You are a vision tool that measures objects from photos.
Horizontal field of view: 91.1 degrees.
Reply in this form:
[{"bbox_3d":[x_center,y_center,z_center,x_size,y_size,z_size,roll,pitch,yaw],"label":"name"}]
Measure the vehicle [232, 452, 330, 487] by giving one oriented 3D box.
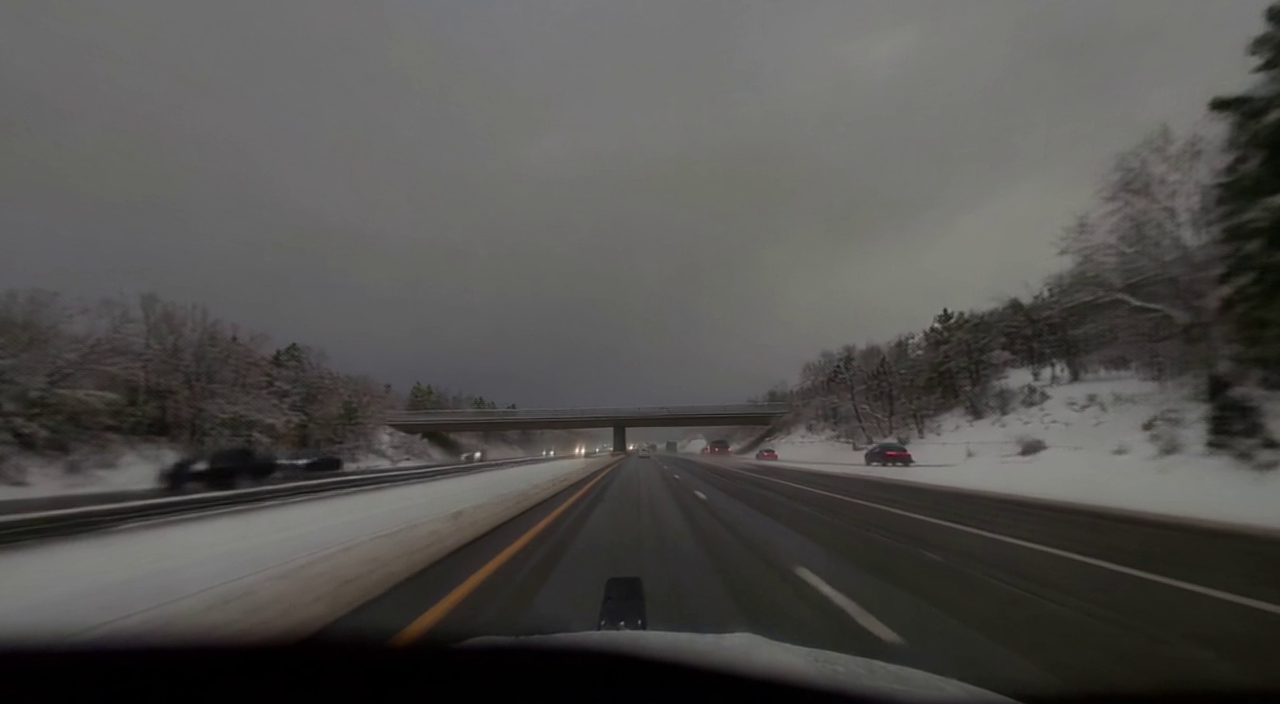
[{"bbox_3d":[-17.263,5.642,30.508,1.911,1.474,4.742,0,-9,0],"label":"vehicle"}]
